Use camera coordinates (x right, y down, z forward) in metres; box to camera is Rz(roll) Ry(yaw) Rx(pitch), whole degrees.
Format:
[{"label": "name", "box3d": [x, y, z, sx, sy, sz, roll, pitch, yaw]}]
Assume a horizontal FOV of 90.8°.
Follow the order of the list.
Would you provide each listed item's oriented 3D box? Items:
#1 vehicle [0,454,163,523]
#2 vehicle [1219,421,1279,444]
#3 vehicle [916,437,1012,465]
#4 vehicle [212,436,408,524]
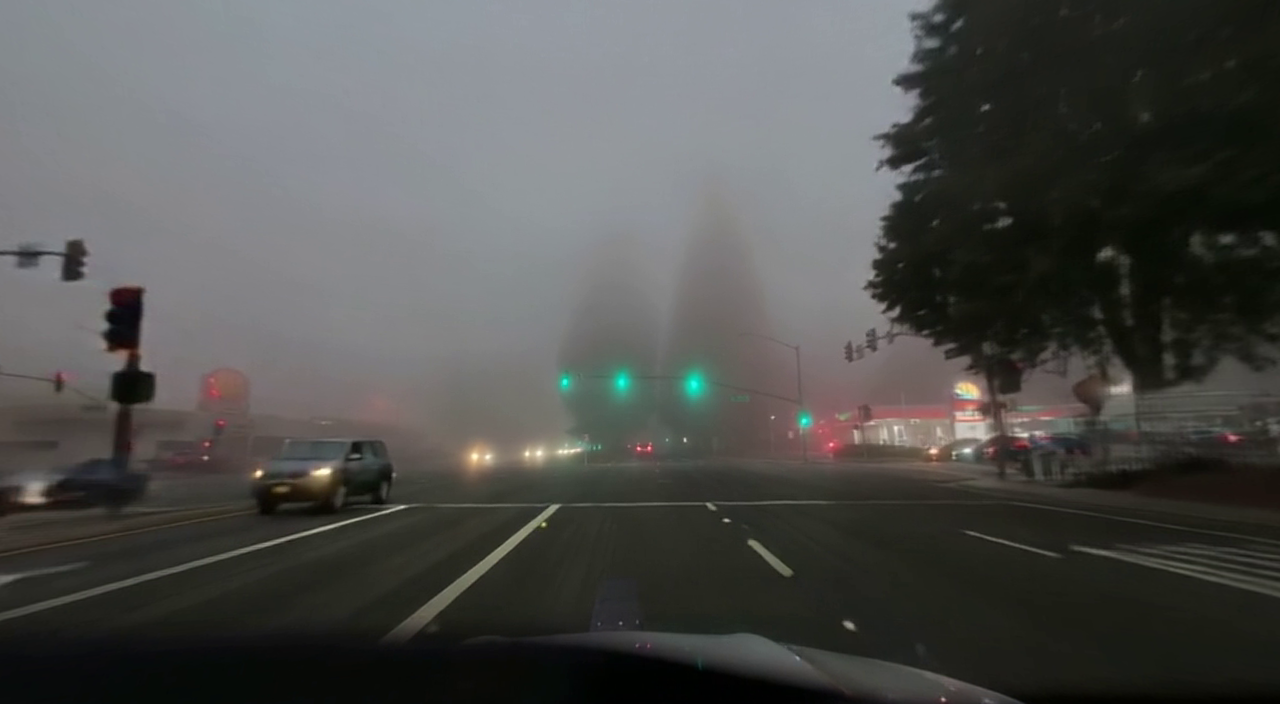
[{"label": "vehicle", "box3d": [-14.976, 3.407, 16.334, 1.843, 1.447, 4.419, 0, -8, 0]}, {"label": "vehicle", "box3d": [42.337, 5.509, 42.872, 1.763, 1.453, 4.534, 0, -8, 0]}, {"label": "vehicle", "box3d": [18.220, 5.612, 35.754, 4.533, 1.485, 1.916, -3, -9, 19]}, {"label": "vehicle", "box3d": [-6.648, 2.593, 13.396, 1.898, 1.539, 4.314, 0, -8, -1]}]
